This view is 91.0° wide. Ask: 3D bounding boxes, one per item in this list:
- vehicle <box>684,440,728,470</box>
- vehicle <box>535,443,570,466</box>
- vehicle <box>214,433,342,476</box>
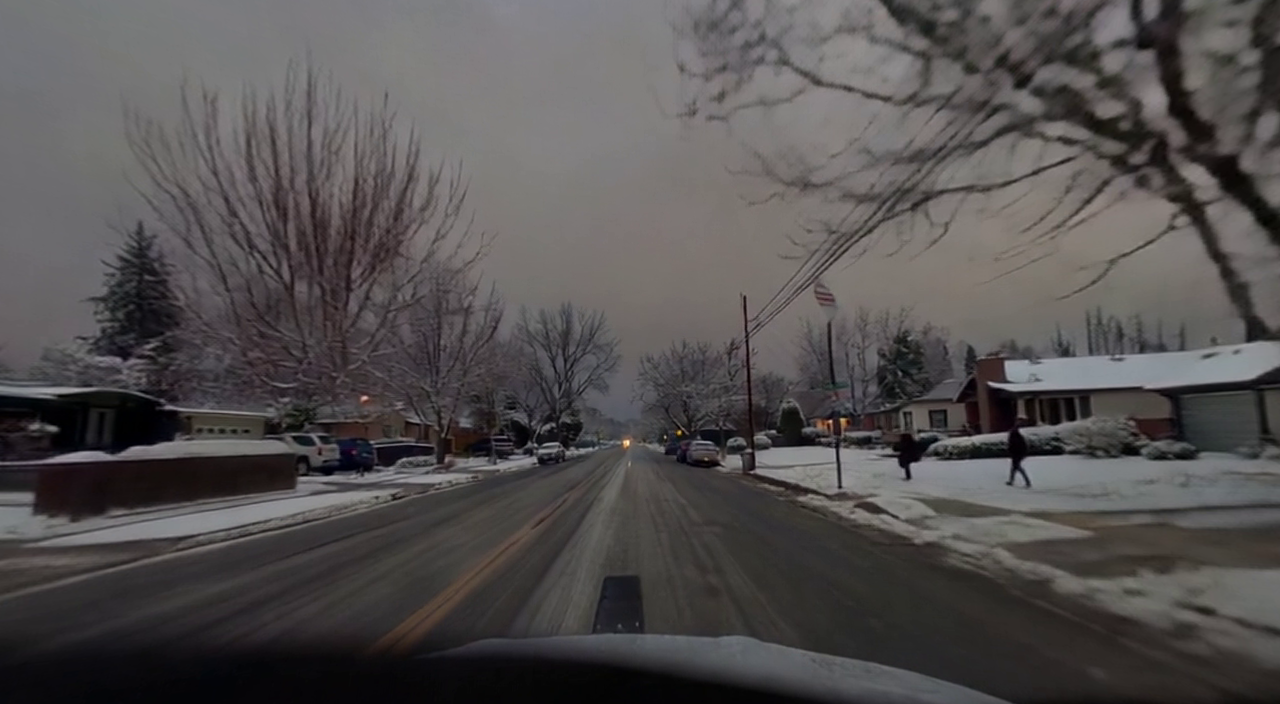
[{"bbox_3d":[3.648,5.802,35.651,1.917,1.569,4.460,0,-8,-1],"label":"vehicle"},{"bbox_3d":[-6.595,7.725,47.827,1.985,1.497,4.655,-3,-8,0],"label":"vehicle"},{"bbox_3d":[-15.492,4.397,27.115,4.320,1.767,1.951,-1,-8,1],"label":"vehicle"}]
